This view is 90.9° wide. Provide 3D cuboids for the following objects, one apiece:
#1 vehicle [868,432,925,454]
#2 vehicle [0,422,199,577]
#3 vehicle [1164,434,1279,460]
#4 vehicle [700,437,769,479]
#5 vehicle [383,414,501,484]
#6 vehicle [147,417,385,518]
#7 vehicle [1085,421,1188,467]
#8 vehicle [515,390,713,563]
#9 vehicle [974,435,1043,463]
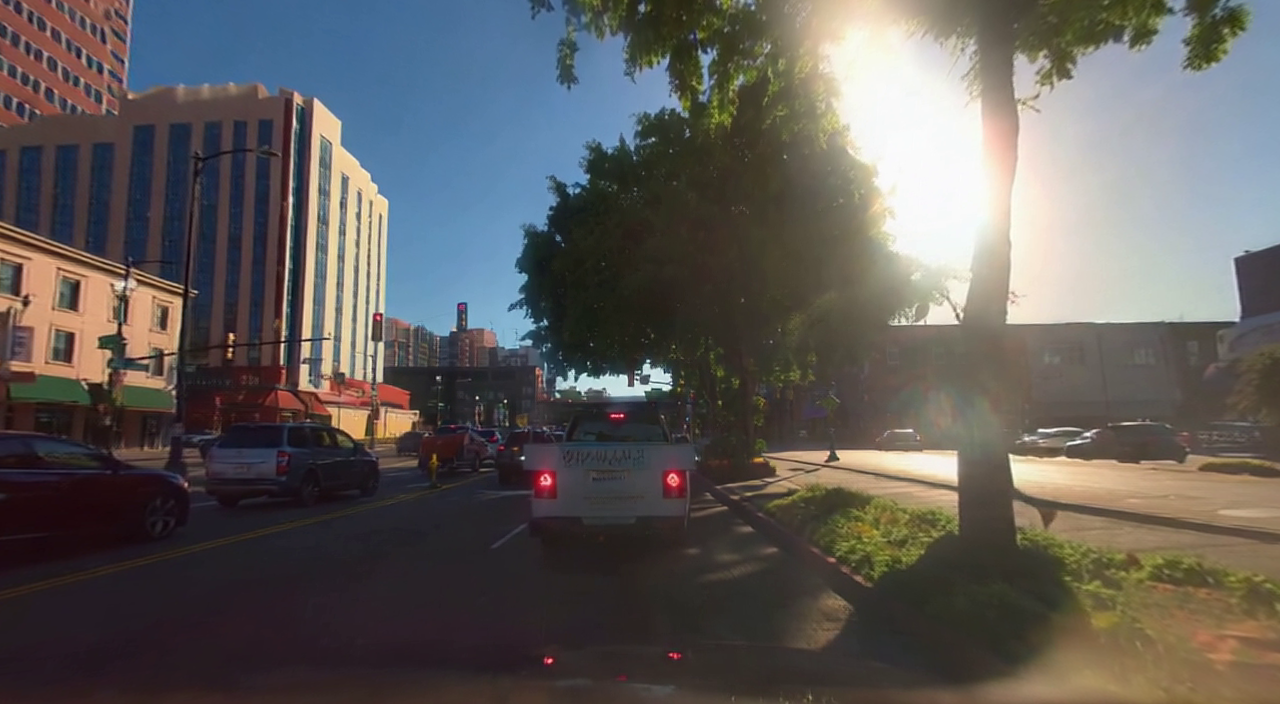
[{"bbox_3d":[20.215,7.163,49.570,4.361,1.653,2.034,6,-10,-35],"label":"vehicle"},{"bbox_3d":[-6.958,1.455,6.385,1.831,1.451,4.382,0,-8,-1],"label":"vehicle"},{"bbox_3d":[29.679,4.847,32.204,4.176,1.313,1.719,0,-8,2],"label":"vehicle"},{"bbox_3d":[3.488,4.000,24.064,2.023,1.441,4.240,0,-8,1],"label":"vehicle"},{"bbox_3d":[-6.436,3.237,21.178,2.496,2.112,4.351,0,-8,1],"label":"vehicle"},{"bbox_3d":[-7.130,2.253,12.749,1.941,1.655,4.503,0,-8,1],"label":"vehicle"},{"bbox_3d":[19.346,3.582,24.505,4.156,1.622,1.924,6,-10,-35],"label":"vehicle"},{"bbox_3d":[-0.272,1.621,8.843,2.064,1.817,4.298,0,-8,0],"label":"vehicle"},{"bbox_3d":[20.194,5.304,34.512,3.836,1.443,1.694,6,-10,-34],"label":"vehicle"}]
